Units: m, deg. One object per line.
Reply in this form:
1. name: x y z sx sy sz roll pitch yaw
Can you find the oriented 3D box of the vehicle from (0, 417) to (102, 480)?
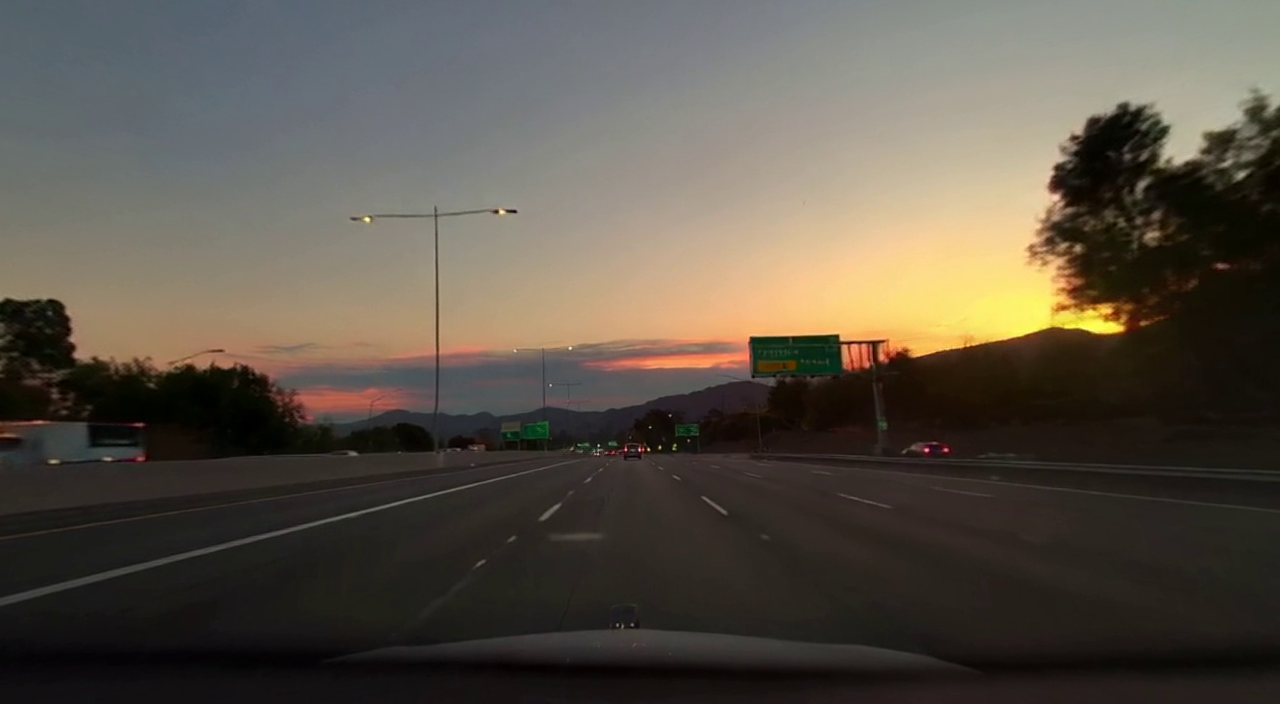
1. vehicle: -43.279 6.783 44.382 3.043 4.064 8.784 0 -8 -1
